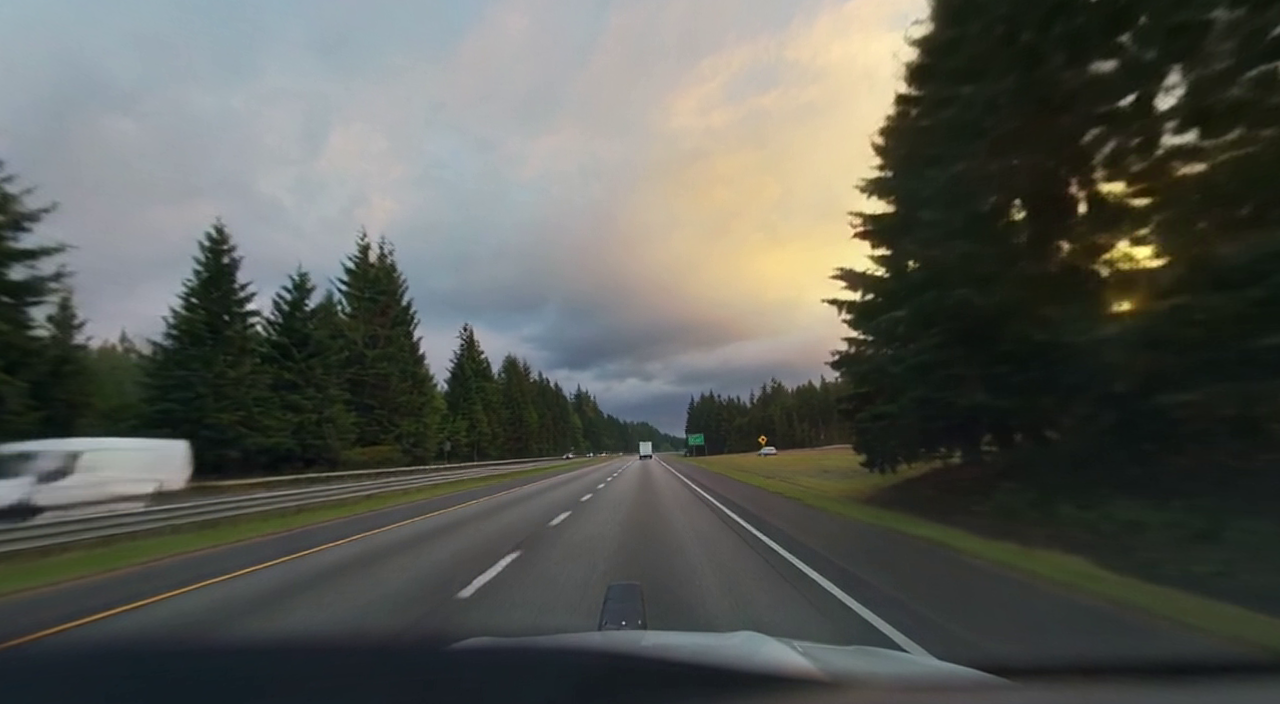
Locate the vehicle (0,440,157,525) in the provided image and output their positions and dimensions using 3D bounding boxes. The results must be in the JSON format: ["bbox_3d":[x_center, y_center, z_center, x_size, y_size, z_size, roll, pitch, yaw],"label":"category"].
[{"bbox_3d":[-15.514,3.268,16.257,2.140,1.899,4.803,0,-9,2],"label":"vehicle"}]
